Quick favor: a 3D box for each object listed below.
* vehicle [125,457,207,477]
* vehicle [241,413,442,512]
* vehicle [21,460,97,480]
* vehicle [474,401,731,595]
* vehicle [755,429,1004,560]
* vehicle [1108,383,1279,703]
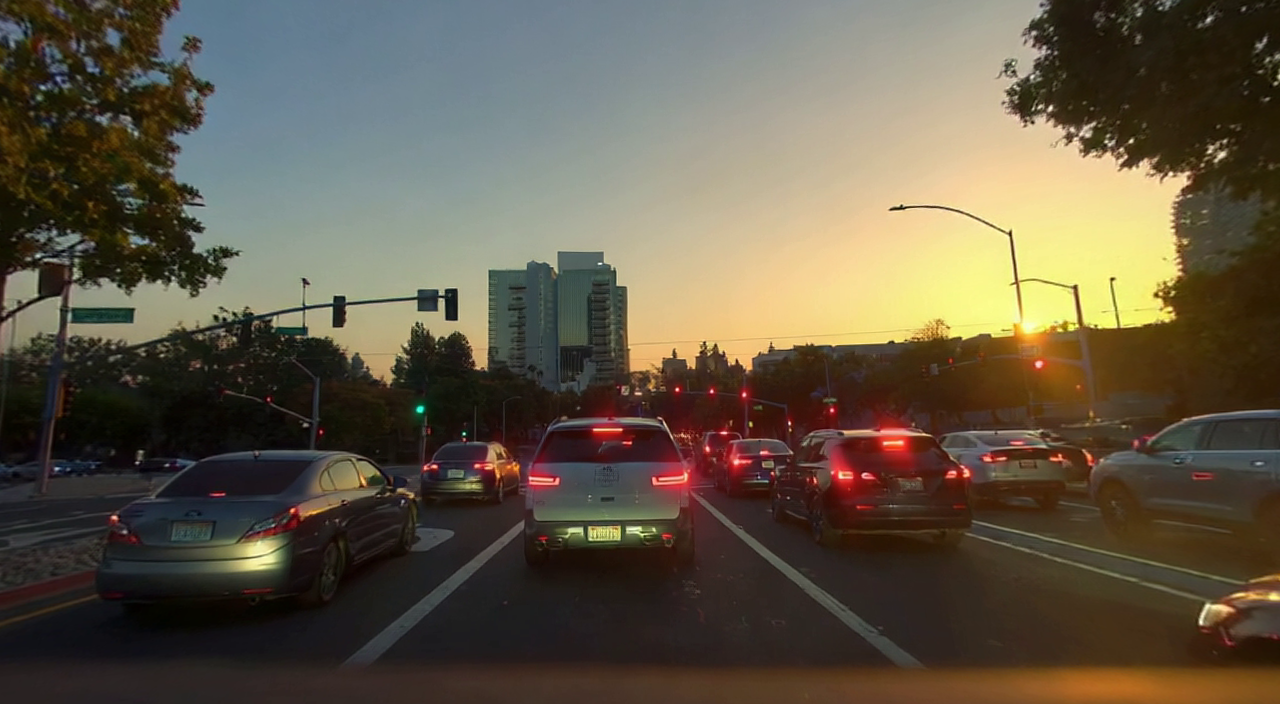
[{"bbox_3d":[-37.331,9.054,49.478,4.914,1.487,1.850,0,-8,0],"label":"vehicle"},{"bbox_3d":[-6.728,2.557,14.997,2.214,1.953,5.017,0,-8,1],"label":"vehicle"},{"bbox_3d":[-45.676,9.279,49.391,4.232,1.498,1.791,0,-8,1],"label":"vehicle"},{"bbox_3d":[-0.313,1.589,7.638,2.256,1.694,4.055,0,-8,0],"label":"vehicle"},{"bbox_3d":[3.163,1.971,9.490,1.971,1.473,4.495,0,-8,0],"label":"vehicle"},{"bbox_3d":[3.302,0.668,0.847,1.980,1.515,4.362,0,-8,0],"label":"vehicle"}]
